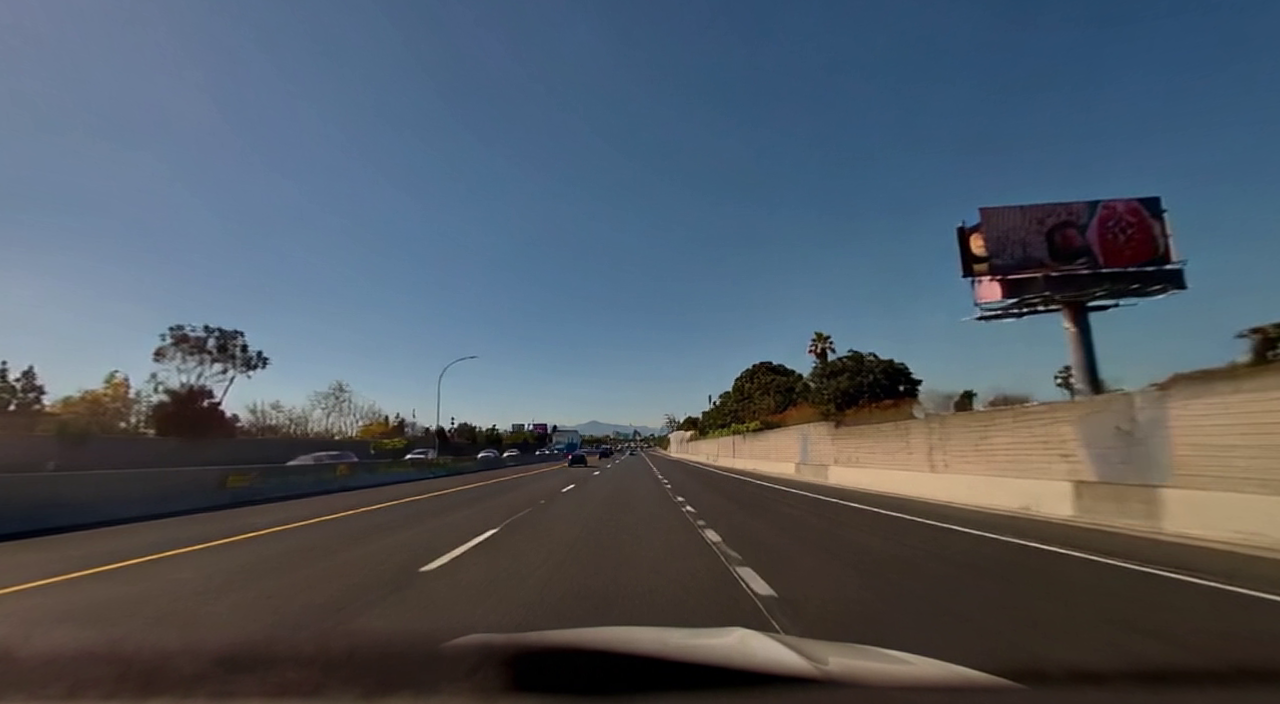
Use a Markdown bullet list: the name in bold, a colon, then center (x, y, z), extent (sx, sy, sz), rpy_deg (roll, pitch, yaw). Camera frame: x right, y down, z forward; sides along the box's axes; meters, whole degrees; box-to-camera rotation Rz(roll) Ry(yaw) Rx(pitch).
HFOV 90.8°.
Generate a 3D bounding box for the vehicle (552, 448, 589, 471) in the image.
- **vehicle**: center (-4.764, 7.423, 43.885), extent (2.078, 1.457, 4.648), rpy_deg (0, -8, 0)

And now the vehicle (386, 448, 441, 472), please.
- **vehicle**: center (-15.914, 7.599, 44.690), extent (2.260, 1.515, 4.498), rpy_deg (0, -8, 0)

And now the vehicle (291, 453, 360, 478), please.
- **vehicle**: center (-18.754, 6.762, 37.914), extent (1.988, 1.328, 4.244), rpy_deg (0, -9, 0)
